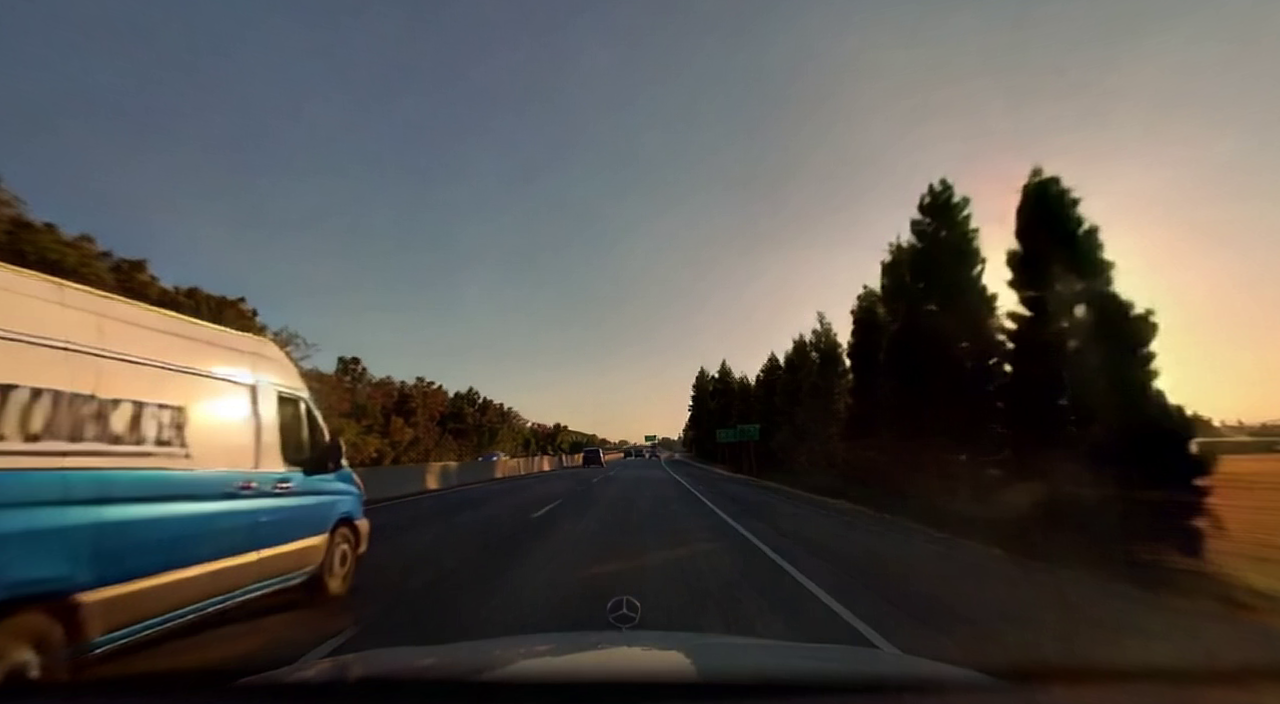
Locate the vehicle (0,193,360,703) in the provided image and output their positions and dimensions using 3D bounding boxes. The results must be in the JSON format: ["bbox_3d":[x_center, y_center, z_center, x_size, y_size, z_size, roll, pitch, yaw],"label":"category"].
[{"bbox_3d":[-3.746,0.626,2.968,2.360,2.367,5.223,0,-9,1],"label":"vehicle"}]
